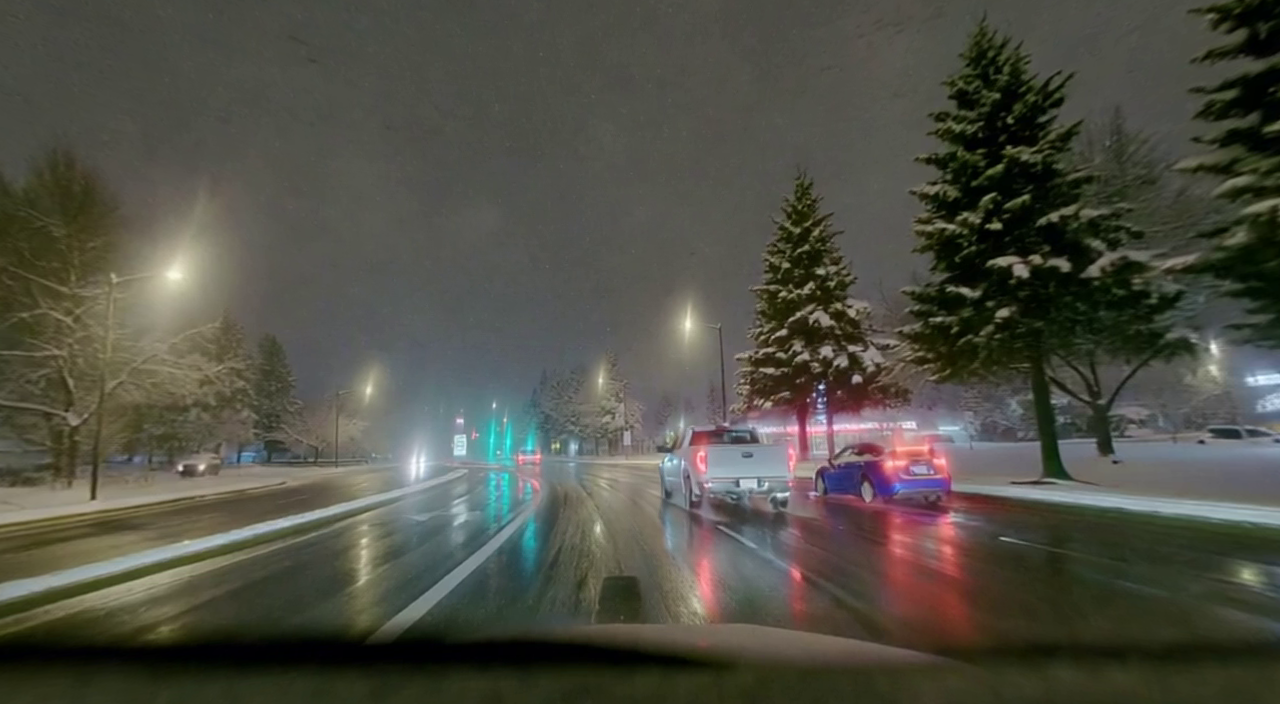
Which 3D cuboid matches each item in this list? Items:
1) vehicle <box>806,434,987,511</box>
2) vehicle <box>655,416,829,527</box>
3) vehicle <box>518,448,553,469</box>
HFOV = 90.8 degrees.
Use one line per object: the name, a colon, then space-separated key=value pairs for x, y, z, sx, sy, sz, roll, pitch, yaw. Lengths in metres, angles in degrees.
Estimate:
vehicle: x=5.576 y=2.672 z=14.460 sx=1.986 sy=1.480 sz=4.296 roll=1 pitch=-9 yaw=-6
vehicle: x=1.709 y=2.296 z=12.677 sx=2.214 sy=1.749 sz=4.998 roll=1 pitch=-9 yaw=-6
vehicle: x=-8.143 y=8.241 z=48.997 sx=2.126 sy=1.496 sz=4.073 roll=3 pitch=-9 yaw=-16
